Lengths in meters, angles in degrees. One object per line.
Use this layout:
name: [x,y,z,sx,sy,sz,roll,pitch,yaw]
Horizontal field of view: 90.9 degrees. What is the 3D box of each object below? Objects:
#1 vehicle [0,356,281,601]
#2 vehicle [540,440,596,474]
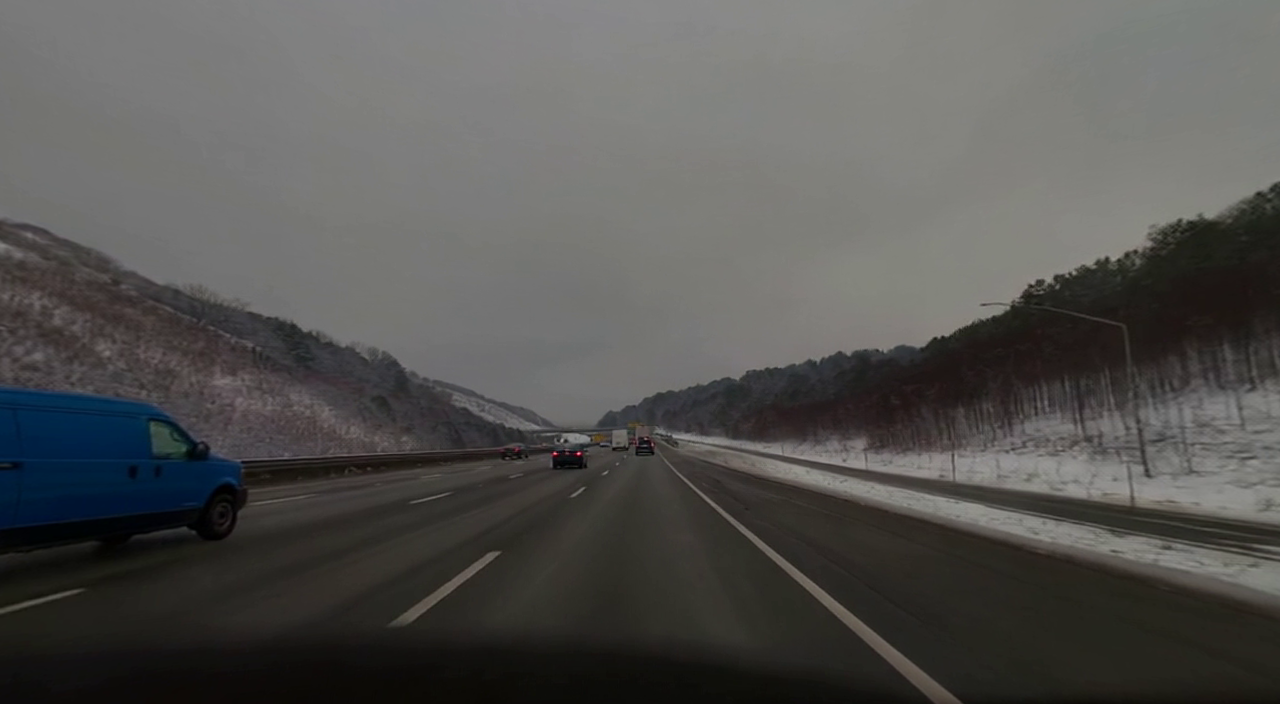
vehicle: [-6.841,1.316,6.883,2.437,2.135,5.643,0,-8,1]
vehicle: [-3.387,5.038,30.599,2.080,1.505,4.649,0,-8,1]
